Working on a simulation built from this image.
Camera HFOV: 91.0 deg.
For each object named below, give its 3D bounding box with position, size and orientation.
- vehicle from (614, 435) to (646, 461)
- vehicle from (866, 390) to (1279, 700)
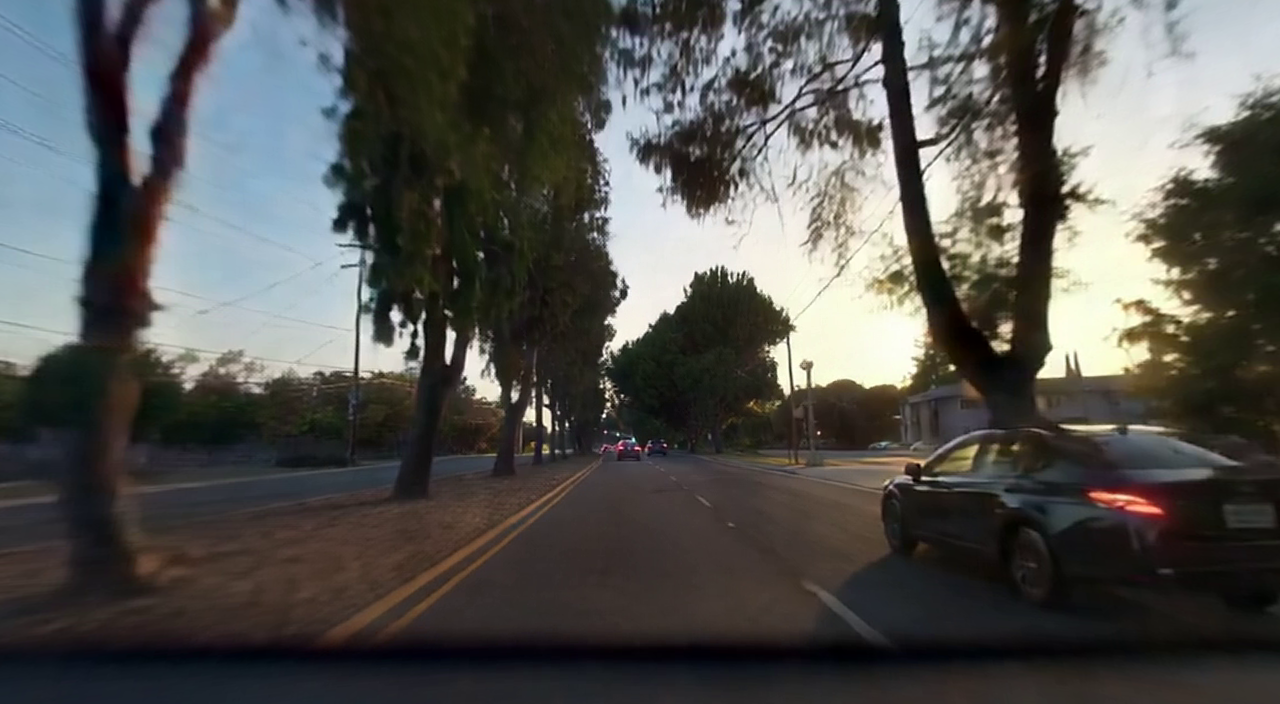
[{"bbox_3d":[-0.783,6.950,45.602,2.189,1.776,4.342,0,-9,-3],"label":"vehicle"},{"bbox_3d":[4.158,1.373,5.809,2.235,1.597,4.918,0,-9,-1],"label":"vehicle"}]
